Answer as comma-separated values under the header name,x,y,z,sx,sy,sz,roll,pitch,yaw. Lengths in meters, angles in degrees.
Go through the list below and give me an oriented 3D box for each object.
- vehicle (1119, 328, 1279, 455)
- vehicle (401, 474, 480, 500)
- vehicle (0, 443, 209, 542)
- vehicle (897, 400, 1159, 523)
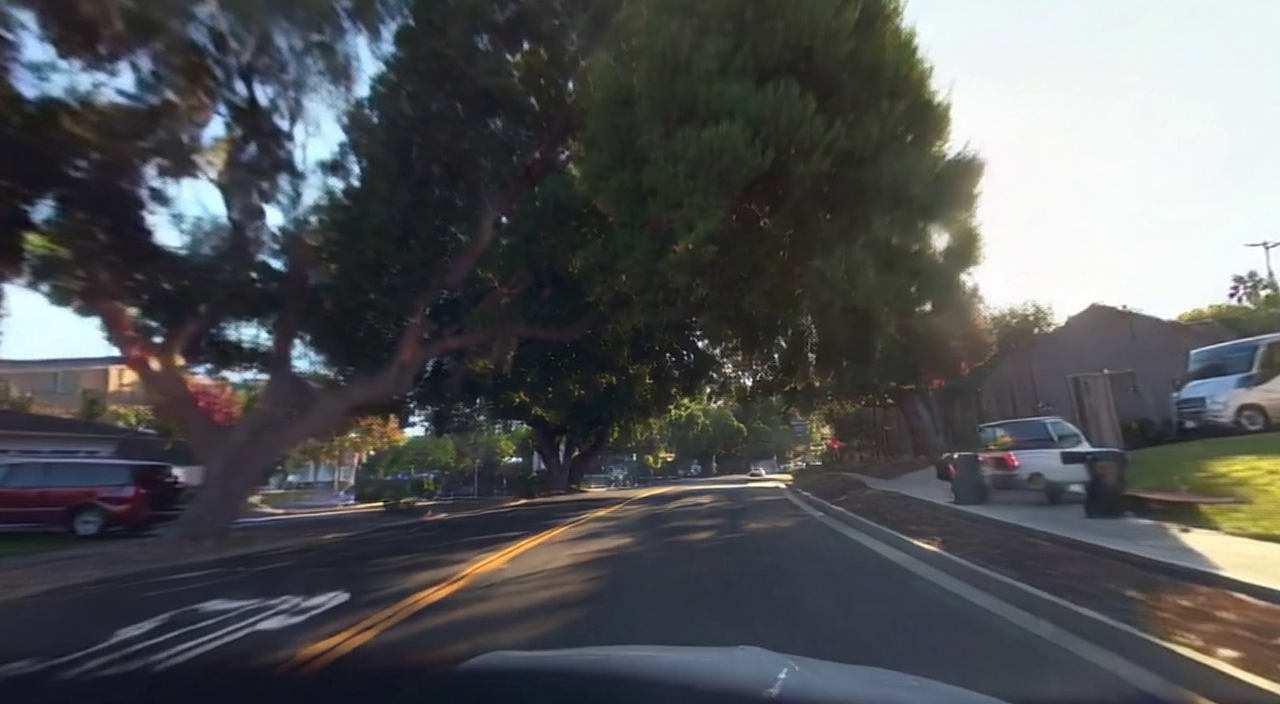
name,x,y,z,sx,sy,sz,roll,pitch,yaw
vehicle,11.802,0.605,11.422,4.539,2.010,2.163,-3,-3,-3
vehicle,-12.393,8.419,39.407,4.320,1.443,1.867,-1,-8,1
vehicle,-12.665,2.946,13.046,5.643,1.759,2.110,1,-19,-6
vehicle,7.014,2.061,12.274,2.163,1.885,4.804,-1,-8,3
